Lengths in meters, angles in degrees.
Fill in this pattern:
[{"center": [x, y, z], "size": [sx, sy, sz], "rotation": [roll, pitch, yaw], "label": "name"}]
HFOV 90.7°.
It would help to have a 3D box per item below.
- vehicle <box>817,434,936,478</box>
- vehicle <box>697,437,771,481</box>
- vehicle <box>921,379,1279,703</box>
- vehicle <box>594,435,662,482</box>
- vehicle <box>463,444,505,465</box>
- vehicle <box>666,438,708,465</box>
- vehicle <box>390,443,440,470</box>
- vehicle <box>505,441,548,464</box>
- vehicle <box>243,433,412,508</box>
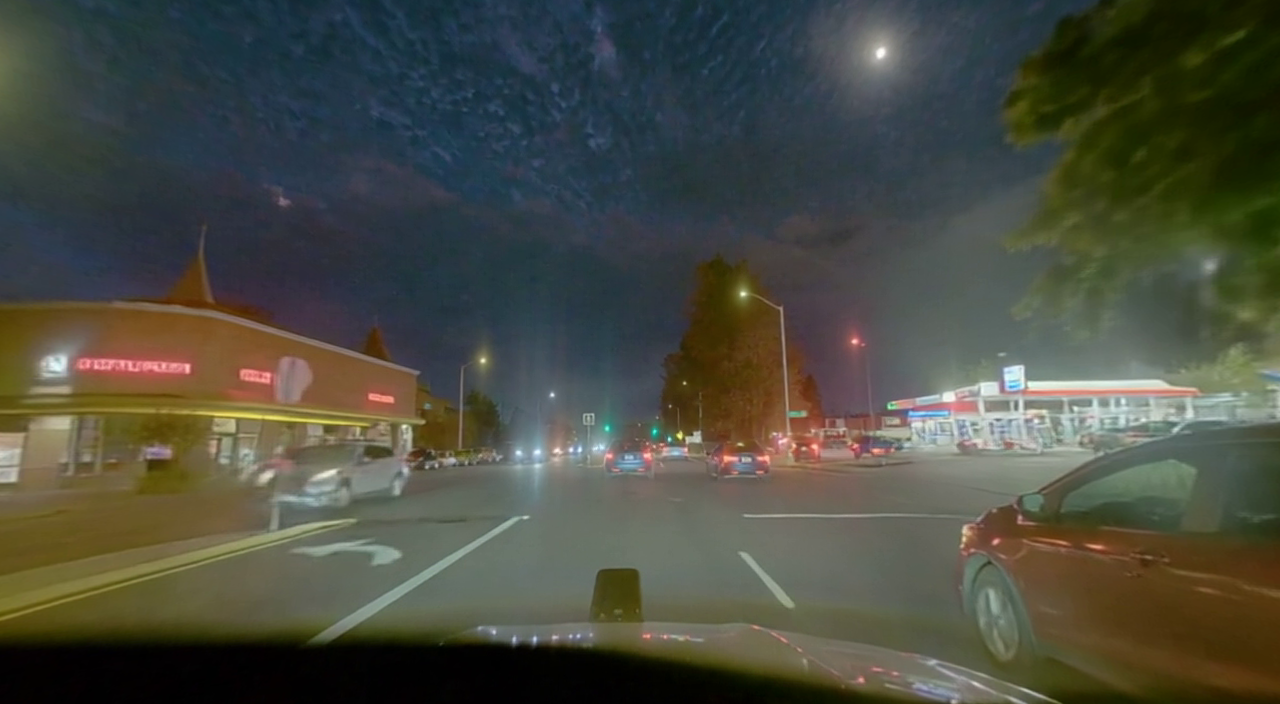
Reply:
[{"center": [9.938, 4.416, 27.012], "size": [4.464, 1.755, 2.236], "rotation": [-2, -9, 14], "label": "vehicle"}, {"center": [3.413, 3.980, 23.854], "size": [2.060, 1.471, 4.168], "rotation": [0, -8, -1], "label": "vehicle"}, {"center": [3.206, 0.895, 2.477], "size": [2.097, 1.502, 4.470], "rotation": [0, -8, -1], "label": "vehicle"}, {"center": [-0.421, 3.799, 22.884], "size": [2.232, 1.508, 4.319], "rotation": [0, -8, -1], "label": "vehicle"}, {"center": [-11.654, 7.663, 47.504], "size": [1.915, 1.473, 4.573], "rotation": [0, -8, 1], "label": "vehicle"}, {"center": [2.792, 6.022, 38.508], "size": [2.098, 1.527, 3.966], "rotation": [0, -8, -2], "label": "vehicle"}, {"center": [-15.663, 7.287, 44.355], "size": [1.979, 1.819, 4.308], "rotation": [0, -8, -1], "label": "vehicle"}, {"center": [-8.137, 7.219, 45.697], "size": [2.240, 1.550, 4.760], "rotation": [0, -8, 0], "label": "vehicle"}, {"center": [-7.538, 2.879, 15.835], "size": [2.085, 1.610, 4.085], "rotation": [0, -8, 1], "label": "vehicle"}]
